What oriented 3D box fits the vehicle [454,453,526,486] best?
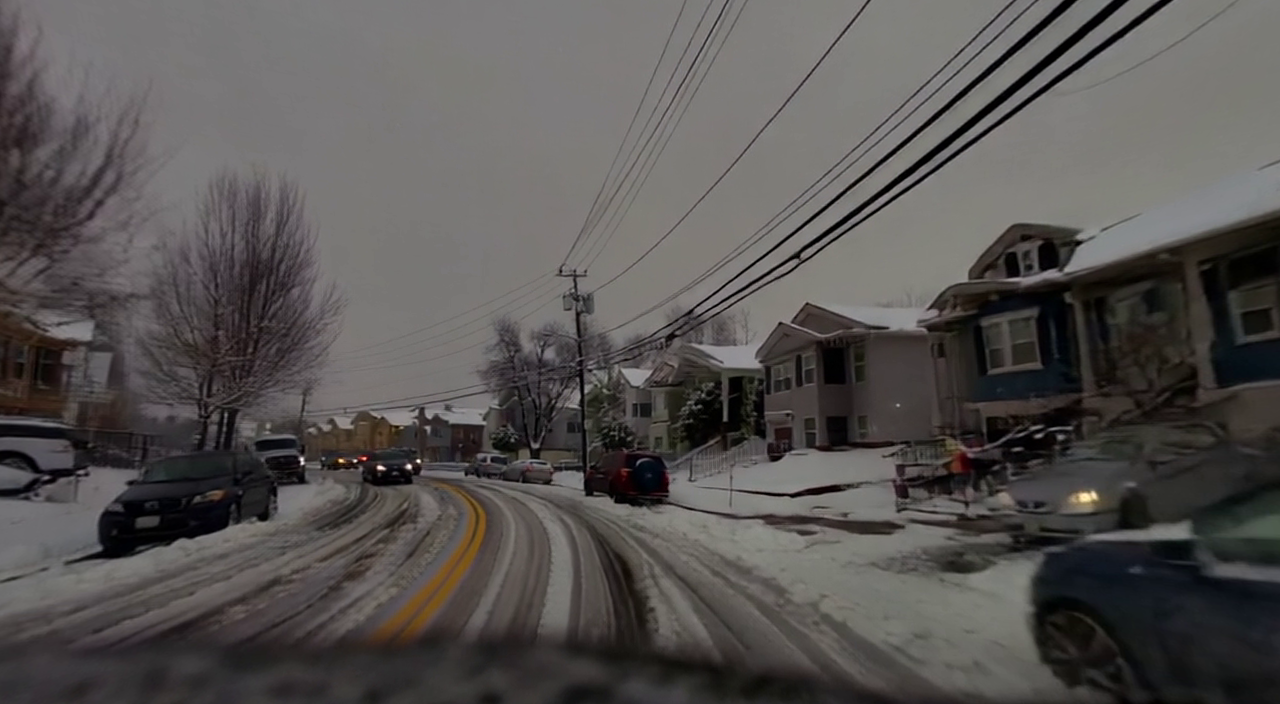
[{"bbox_3d":[-8.020,6.192,33.522,1.923,1.531,4.568,8,-12,-37],"label":"vehicle"}]

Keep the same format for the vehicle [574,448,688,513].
[{"bbox_3d":[-0.428,3.771,19.129,1.994,1.682,4.750,4,-9,-19],"label":"vehicle"}]

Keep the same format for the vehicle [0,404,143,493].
[{"bbox_3d":[-15.556,2.236,14.613,5.822,1.956,2.355,4,-9,-24],"label":"vehicle"}]

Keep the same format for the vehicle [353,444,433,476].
[{"bbox_3d":[-17.077,7.445,43.544,5.504,1.869,2.449,-7,-17,38],"label":"vehicle"}]

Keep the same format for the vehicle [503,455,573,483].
[{"bbox_3d":[-6.592,7.587,41.153,2.023,1.586,4.163,-9,-11,42],"label":"vehicle"}]

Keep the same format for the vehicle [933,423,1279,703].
[{"bbox_3d":[3.191,0.978,2.094,2.078,1.484,4.589,0,-9,-2],"label":"vehicle"}]

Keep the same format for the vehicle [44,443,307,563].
[{"bbox_3d":[-7.903,2.514,11.457,2.023,1.674,4.556,1,-9,-12],"label":"vehicle"}]
